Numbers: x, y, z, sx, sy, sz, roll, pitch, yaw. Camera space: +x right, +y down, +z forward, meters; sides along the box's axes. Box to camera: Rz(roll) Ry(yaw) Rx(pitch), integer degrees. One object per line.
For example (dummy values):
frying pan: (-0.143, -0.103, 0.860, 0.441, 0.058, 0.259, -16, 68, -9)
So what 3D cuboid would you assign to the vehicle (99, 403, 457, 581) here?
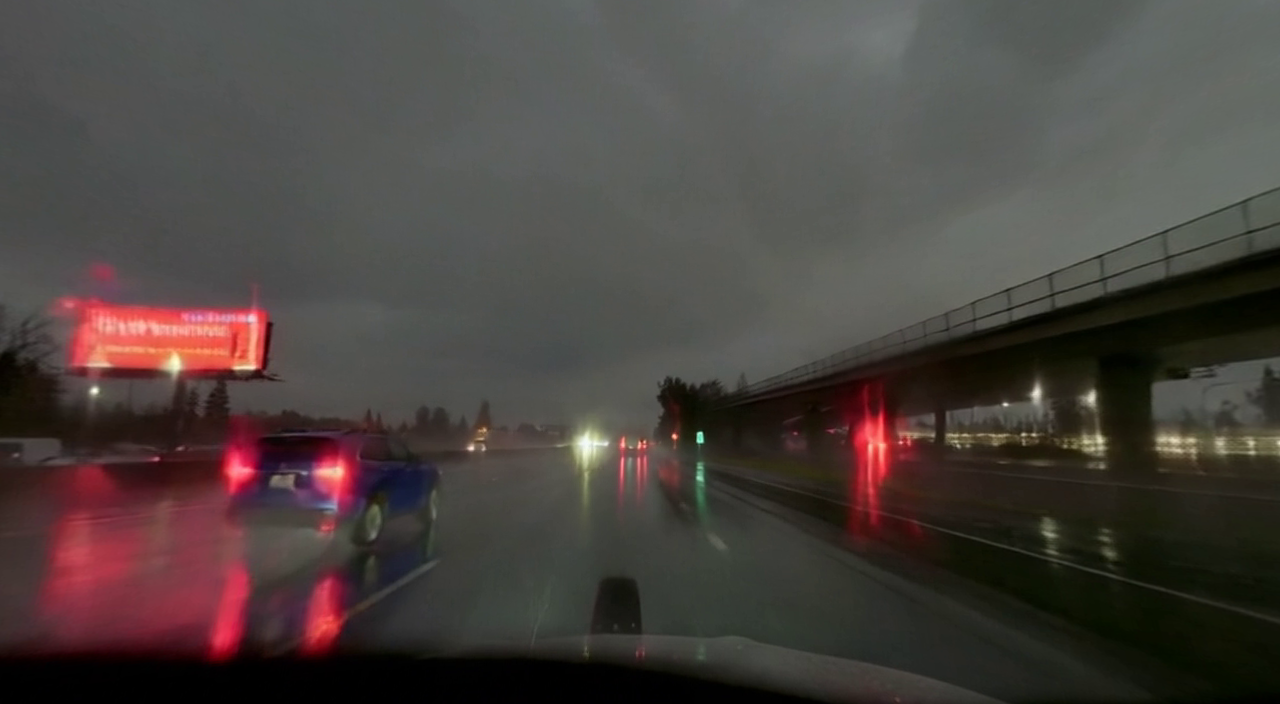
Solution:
vehicle: (-4.238, 1.732, 8.613, 2.102, 1.727, 4.704, 0, -9, -1)
